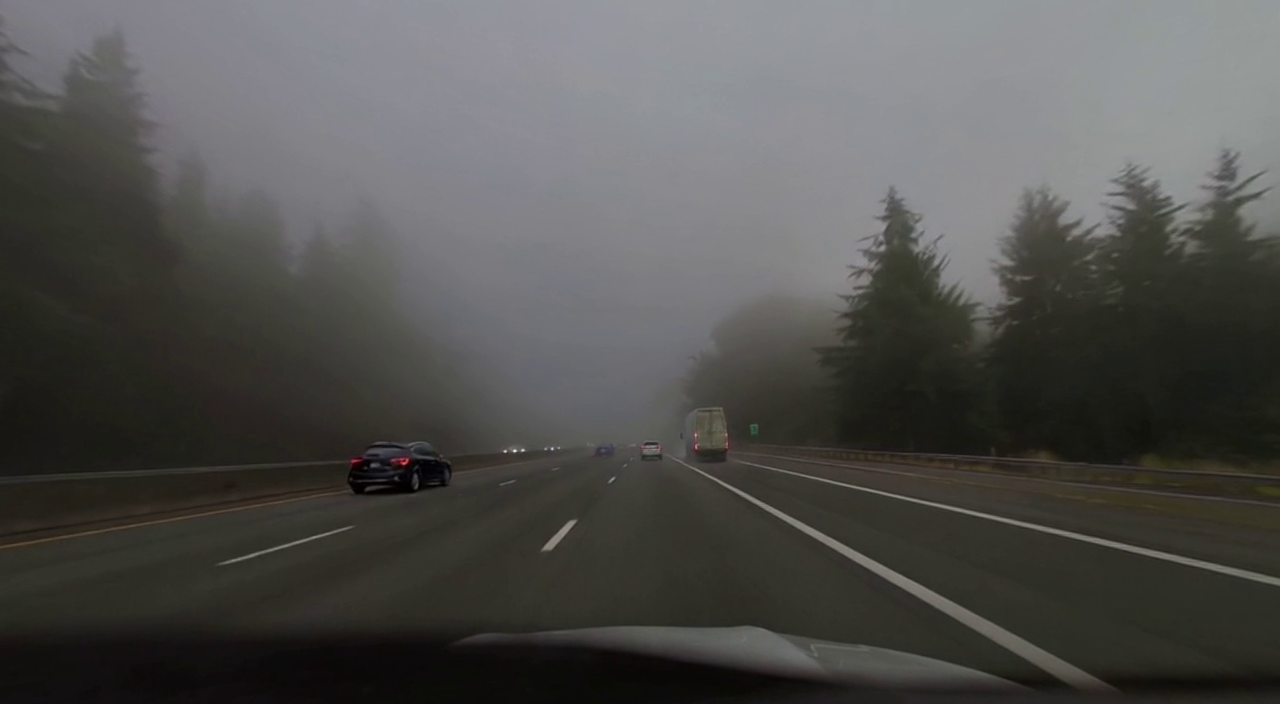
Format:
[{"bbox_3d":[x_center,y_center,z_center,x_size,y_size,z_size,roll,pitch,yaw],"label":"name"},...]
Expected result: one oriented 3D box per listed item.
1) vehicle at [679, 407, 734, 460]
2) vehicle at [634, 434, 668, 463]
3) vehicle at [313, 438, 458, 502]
[{"bbox_3d":[4.678,6.100,46.331,2.855,3.423,9.485,0,-9,0],"label":"vehicle"},{"bbox_3d":[0.730,6.658,43.495,2.212,1.807,4.372,-1,-9,1],"label":"vehicle"},{"bbox_3d":[-6.802,3.200,17.536,1.947,1.513,4.751,-1,-9,2],"label":"vehicle"}]
